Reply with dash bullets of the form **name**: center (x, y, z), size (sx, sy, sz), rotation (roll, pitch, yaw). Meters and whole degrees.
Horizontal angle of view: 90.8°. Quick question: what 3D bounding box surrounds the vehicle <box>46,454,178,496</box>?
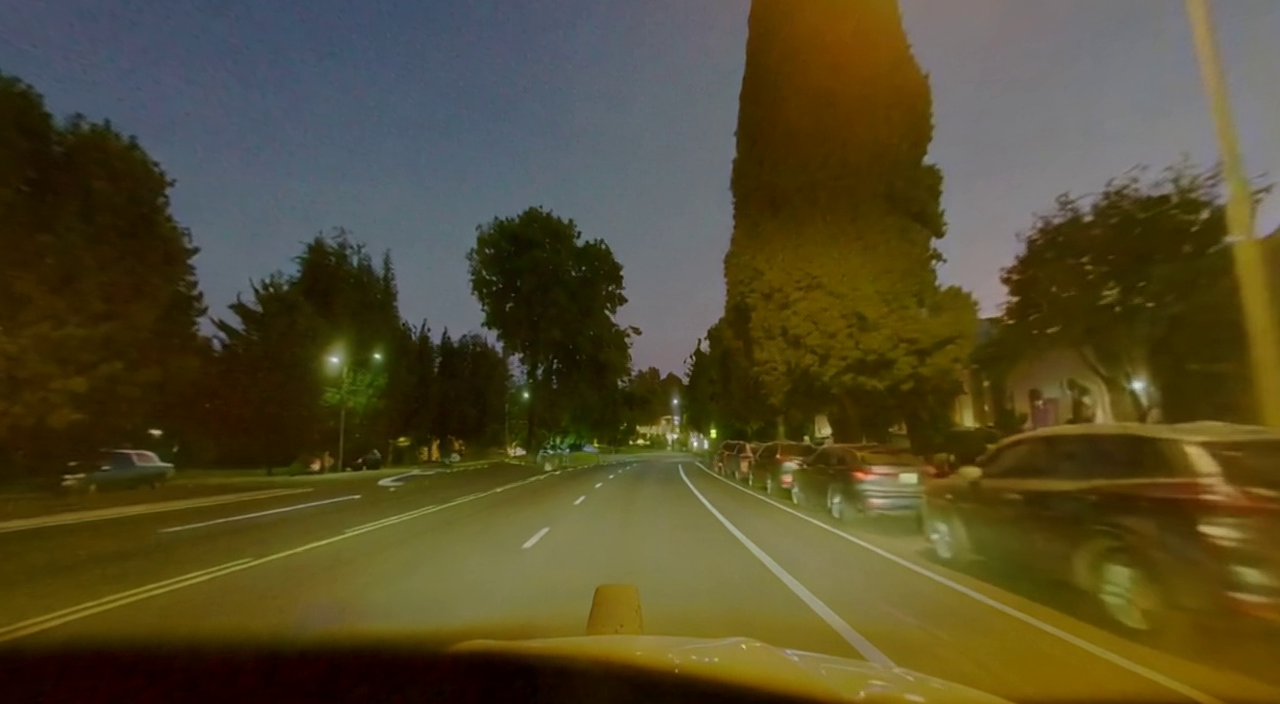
- **vehicle**: center (-23.717, 5.520, 28.684), size (1.950, 1.466, 4.728), rotation (-2, -7, 0)

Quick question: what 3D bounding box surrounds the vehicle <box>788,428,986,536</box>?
- **vehicle**: center (4.164, 2.255, 11.549), size (1.823, 1.576, 4.323), rotation (0, -9, -1)

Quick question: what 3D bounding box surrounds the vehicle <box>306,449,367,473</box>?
- **vehicle**: center (-22.835, 8.185, 47.742), size (1.856, 1.658, 4.884), rotation (-1, -9, 5)

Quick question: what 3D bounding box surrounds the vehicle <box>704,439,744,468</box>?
- **vehicle**: center (5.024, 6.149, 38.316), size (1.991, 1.635, 4.323), rotation (-1, -9, 3)

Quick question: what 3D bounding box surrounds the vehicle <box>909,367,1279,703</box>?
- **vehicle**: center (4.186, 1.234, 5.072), size (1.978, 1.744, 4.332), rotation (0, -9, -2)
